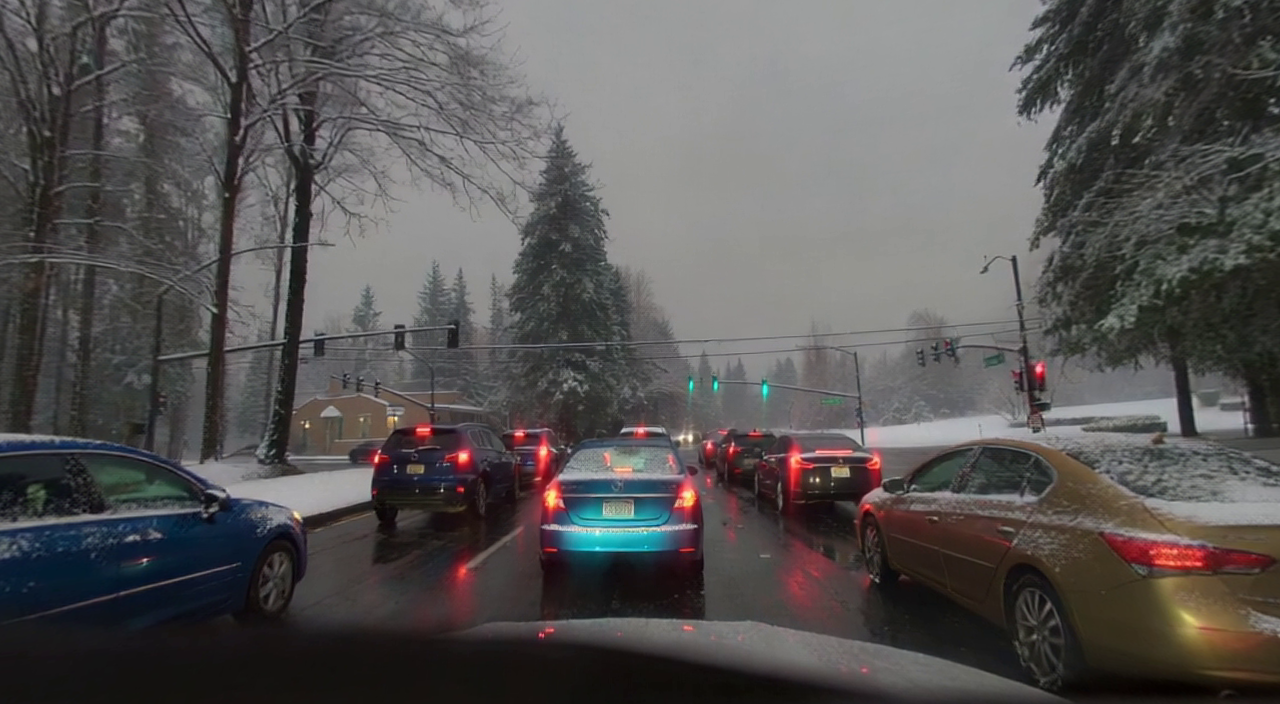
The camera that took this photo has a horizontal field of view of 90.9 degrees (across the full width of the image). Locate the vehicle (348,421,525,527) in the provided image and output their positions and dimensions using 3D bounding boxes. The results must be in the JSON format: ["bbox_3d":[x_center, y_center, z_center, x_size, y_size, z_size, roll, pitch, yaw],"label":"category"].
[{"bbox_3d":[-3.727,2.307,12.494,1.961,1.714,4.268,0,-8,2],"label":"vehicle"}]

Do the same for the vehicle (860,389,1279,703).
[{"bbox_3d":[3.137,1.150,4.058,1.903,1.480,4.270,0,-8,0],"label":"vehicle"}]

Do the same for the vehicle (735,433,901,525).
[{"bbox_3d":[3.184,2.335,12.330,1.975,1.460,4.357,0,-8,0],"label":"vehicle"}]

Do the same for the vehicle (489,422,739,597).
[{"bbox_3d":[-0.257,1.641,7.408,2.147,1.479,3.803,0,-8,-1],"label":"vehicle"}]

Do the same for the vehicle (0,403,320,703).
[{"bbox_3d":[-3.637,1.021,3.004,1.935,1.482,4.433,0,-8,-1],"label":"vehicle"}]
